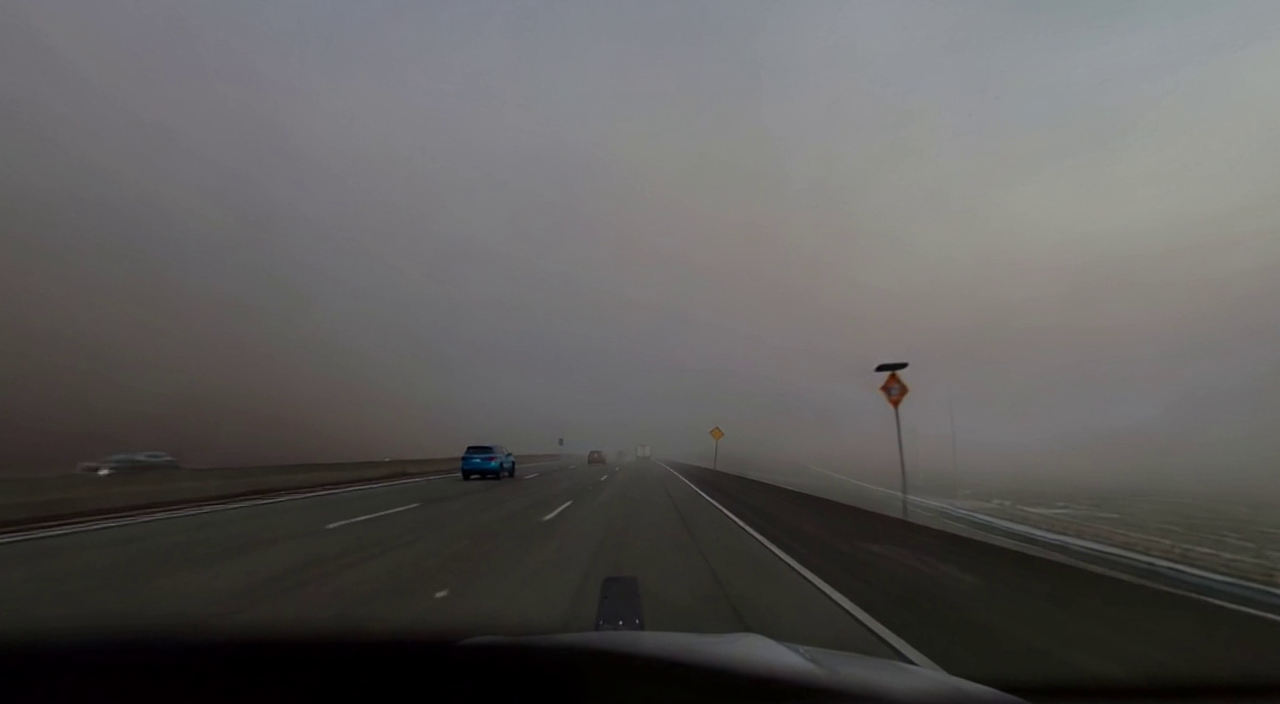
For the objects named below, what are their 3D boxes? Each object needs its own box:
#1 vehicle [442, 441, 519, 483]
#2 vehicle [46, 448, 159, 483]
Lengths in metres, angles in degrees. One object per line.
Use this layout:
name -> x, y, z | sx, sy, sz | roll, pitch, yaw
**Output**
vehicle -> -6.881, 4.790, 27.768 | 2.055, 1.683, 4.804 | 0, -9, 1
vehicle -> -28.602, 6.019, 33.738 | 1.934, 1.691, 4.551 | 0, -9, 1
